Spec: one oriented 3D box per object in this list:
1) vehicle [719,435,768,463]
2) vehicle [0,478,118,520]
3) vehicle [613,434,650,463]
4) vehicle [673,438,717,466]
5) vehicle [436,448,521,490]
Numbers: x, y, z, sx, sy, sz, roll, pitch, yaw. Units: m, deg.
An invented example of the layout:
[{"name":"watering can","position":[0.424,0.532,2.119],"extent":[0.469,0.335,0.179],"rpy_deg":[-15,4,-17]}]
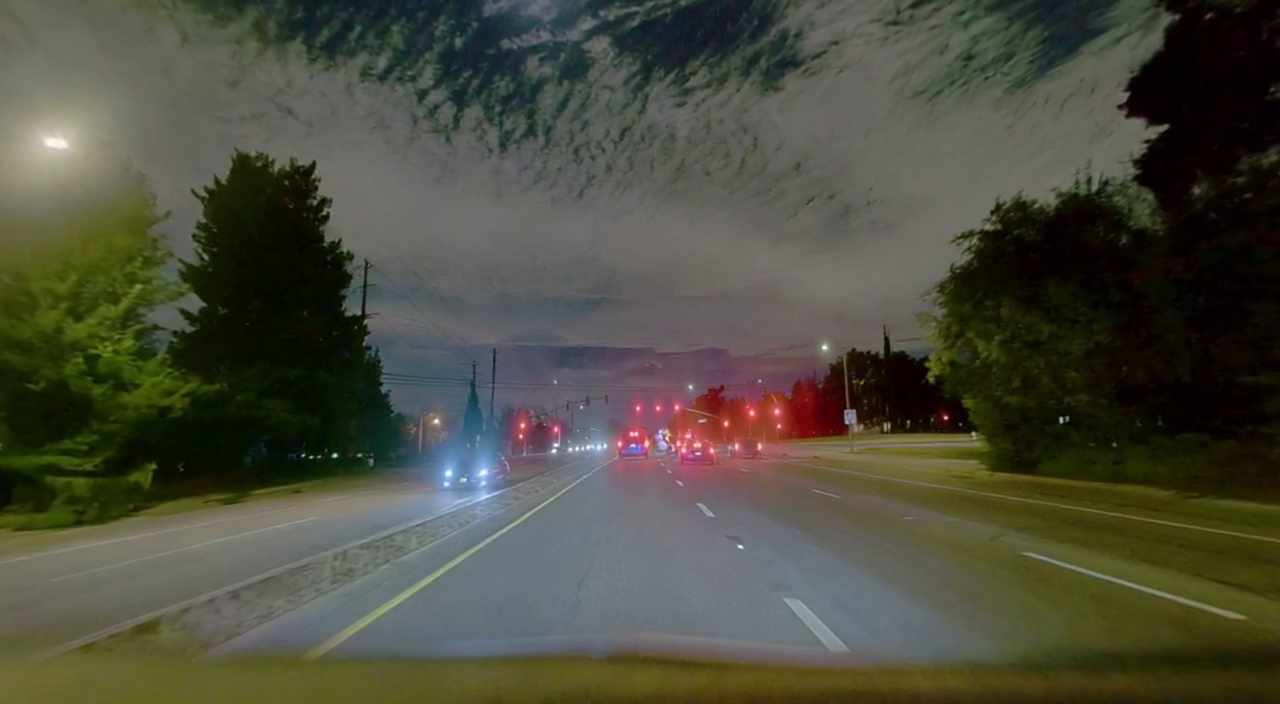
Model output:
[{"name":"vehicle","position":[6.524,6.177,40.386],"extent":[2.198,1.678,4.419],"rpy_deg":[0,-9,-2]},{"name":"vehicle","position":[-26.813,6.761,29.300],"extent":[3.647,1.670,1.716],"rpy_deg":[5,-10,-31]},{"name":"vehicle","position":[-0.533,6.412,42.185],"extent":[2.300,1.821,4.254],"rpy_deg":[0,-9,0]},{"name":"vehicle","position":[2.993,5.563,35.290],"extent":[1.984,1.462,4.513],"rpy_deg":[0,-9,-1]},{"name":"vehicle","position":[-6.179,4.507,24.780],"extent":[2.157,1.483,4.397],"rpy_deg":[0,-9,1]}]
